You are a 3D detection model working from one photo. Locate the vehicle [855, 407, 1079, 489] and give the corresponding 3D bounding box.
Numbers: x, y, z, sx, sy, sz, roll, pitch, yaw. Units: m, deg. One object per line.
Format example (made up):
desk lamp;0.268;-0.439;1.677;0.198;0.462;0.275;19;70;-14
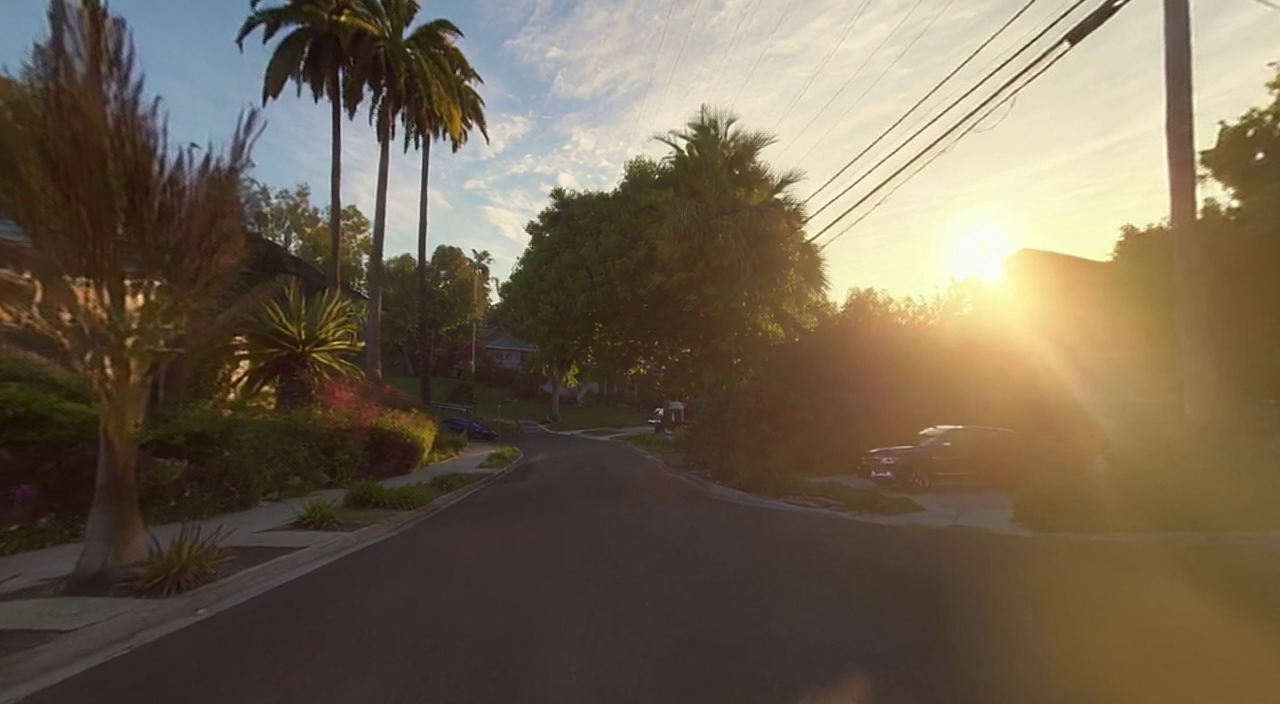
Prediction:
vehicle;8.797;2.644;16.936;5.663;1.913;2.170;5;-10;-23
